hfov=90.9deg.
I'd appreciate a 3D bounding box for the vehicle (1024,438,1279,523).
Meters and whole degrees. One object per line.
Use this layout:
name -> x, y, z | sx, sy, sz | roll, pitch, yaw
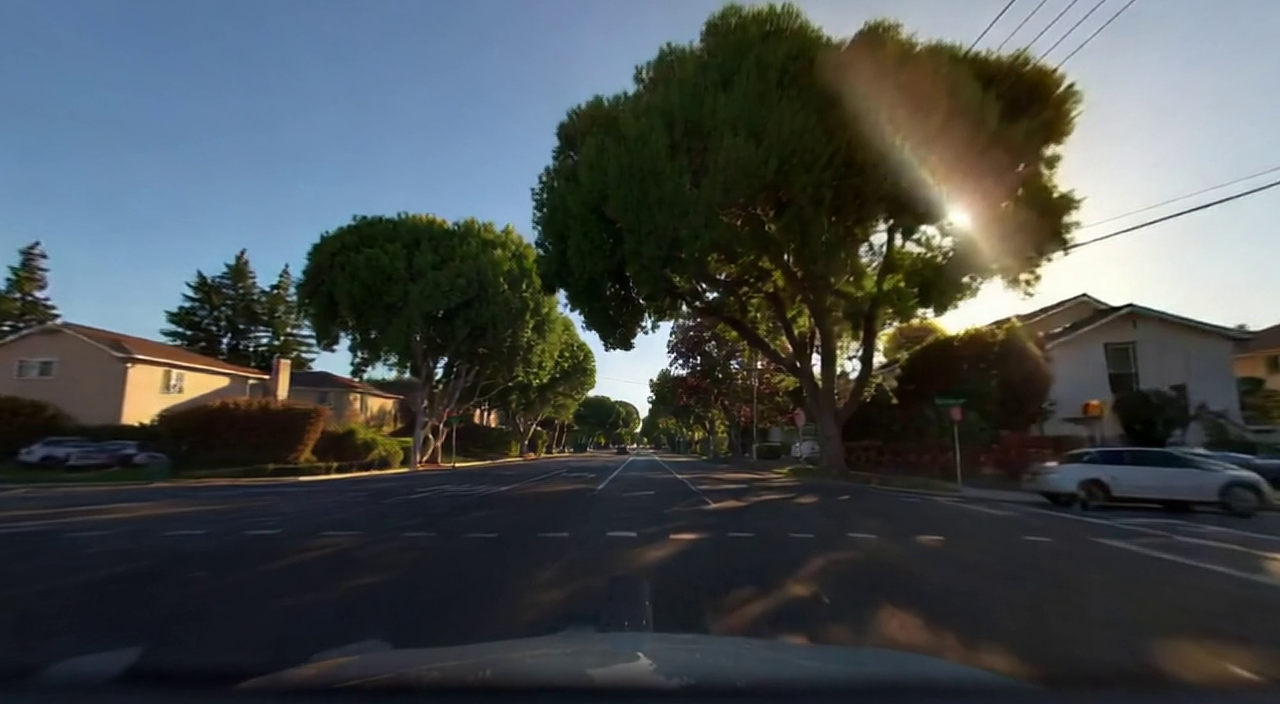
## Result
vehicle -> 11.018, 2.626, 13.272 | 4.565, 1.600, 2.023 | 1, -9, -5
